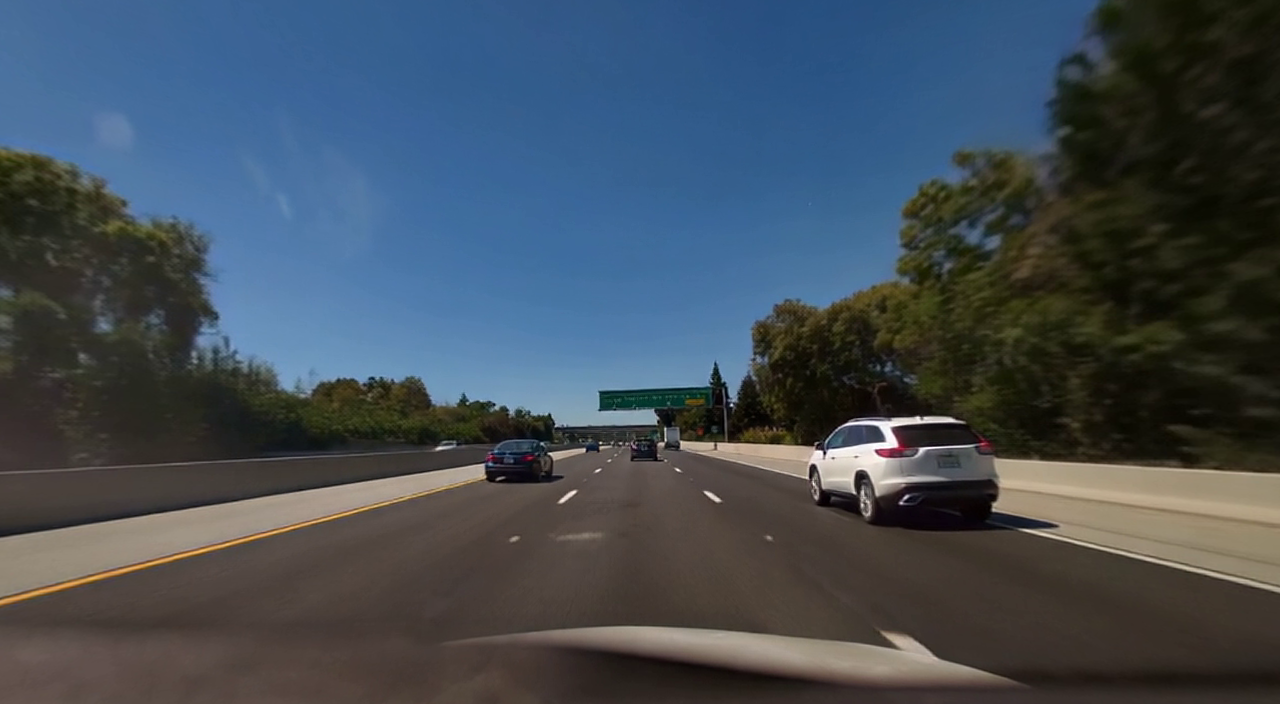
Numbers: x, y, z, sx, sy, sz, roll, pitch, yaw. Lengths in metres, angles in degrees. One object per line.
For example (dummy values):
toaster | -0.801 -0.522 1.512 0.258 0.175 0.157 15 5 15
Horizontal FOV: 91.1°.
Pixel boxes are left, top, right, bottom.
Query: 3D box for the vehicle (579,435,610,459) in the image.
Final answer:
vehicle | -3.413 7.265 48.172 2.044 1.682 4.201 -1 -8 1

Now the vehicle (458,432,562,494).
vehicle | -3.611 3.168 18.399 2.066 1.561 4.495 -1 -8 0

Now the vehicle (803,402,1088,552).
vehicle | 4.105 1.753 9.473 2.025 1.707 4.279 0 -8 -2

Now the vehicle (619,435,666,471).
vehicle | 0.095 4.735 29.692 2.049 1.542 3.816 0 -8 0
